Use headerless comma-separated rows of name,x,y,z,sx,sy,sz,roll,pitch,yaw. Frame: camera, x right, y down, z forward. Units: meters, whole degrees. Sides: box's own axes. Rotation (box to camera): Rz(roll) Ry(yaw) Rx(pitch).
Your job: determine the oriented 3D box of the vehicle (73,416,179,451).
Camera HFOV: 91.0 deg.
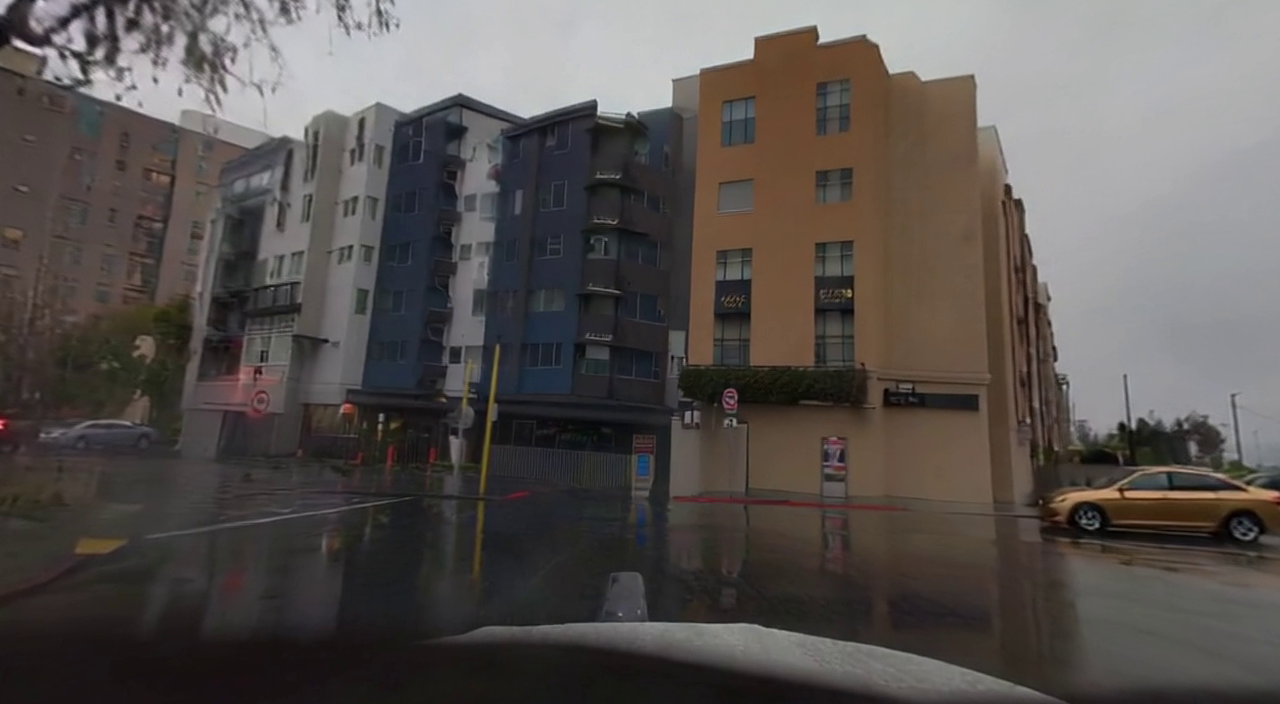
vehicle,-25.113,4.013,30.935,1.870,1.563,4.039,0,-8,-2
